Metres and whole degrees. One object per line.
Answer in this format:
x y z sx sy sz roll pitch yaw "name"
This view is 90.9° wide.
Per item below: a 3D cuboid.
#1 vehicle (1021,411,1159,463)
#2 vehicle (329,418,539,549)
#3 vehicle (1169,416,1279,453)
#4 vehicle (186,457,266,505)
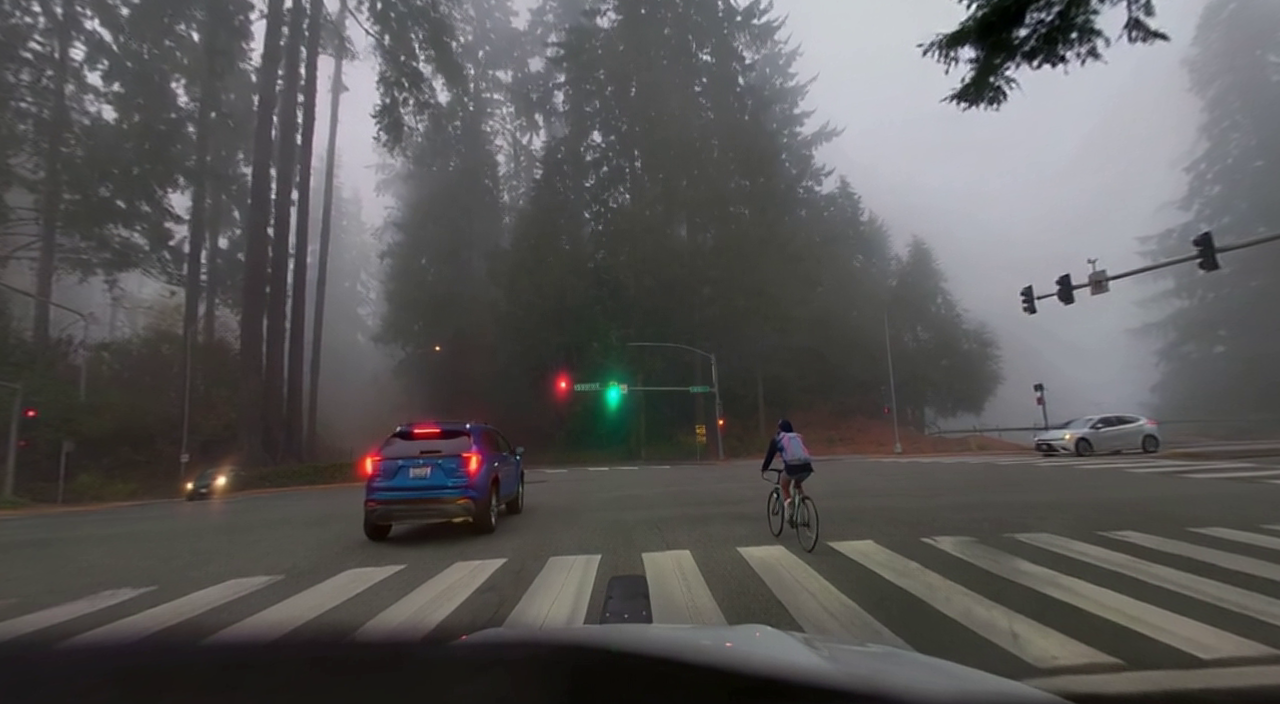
18.544 3.527 26.086 4.237 1.948 1.997 0 -9 -9 "vehicle"
-3.156 2.118 10.870 2.049 1.756 4.602 0 -8 0 "vehicle"
25.730 3.560 27.046 4.716 1.507 1.904 2 -9 -11 "vehicle"
-15.381 4.756 23.678 2.171 1.474 4.513 5 -10 -30 "vehicle"
